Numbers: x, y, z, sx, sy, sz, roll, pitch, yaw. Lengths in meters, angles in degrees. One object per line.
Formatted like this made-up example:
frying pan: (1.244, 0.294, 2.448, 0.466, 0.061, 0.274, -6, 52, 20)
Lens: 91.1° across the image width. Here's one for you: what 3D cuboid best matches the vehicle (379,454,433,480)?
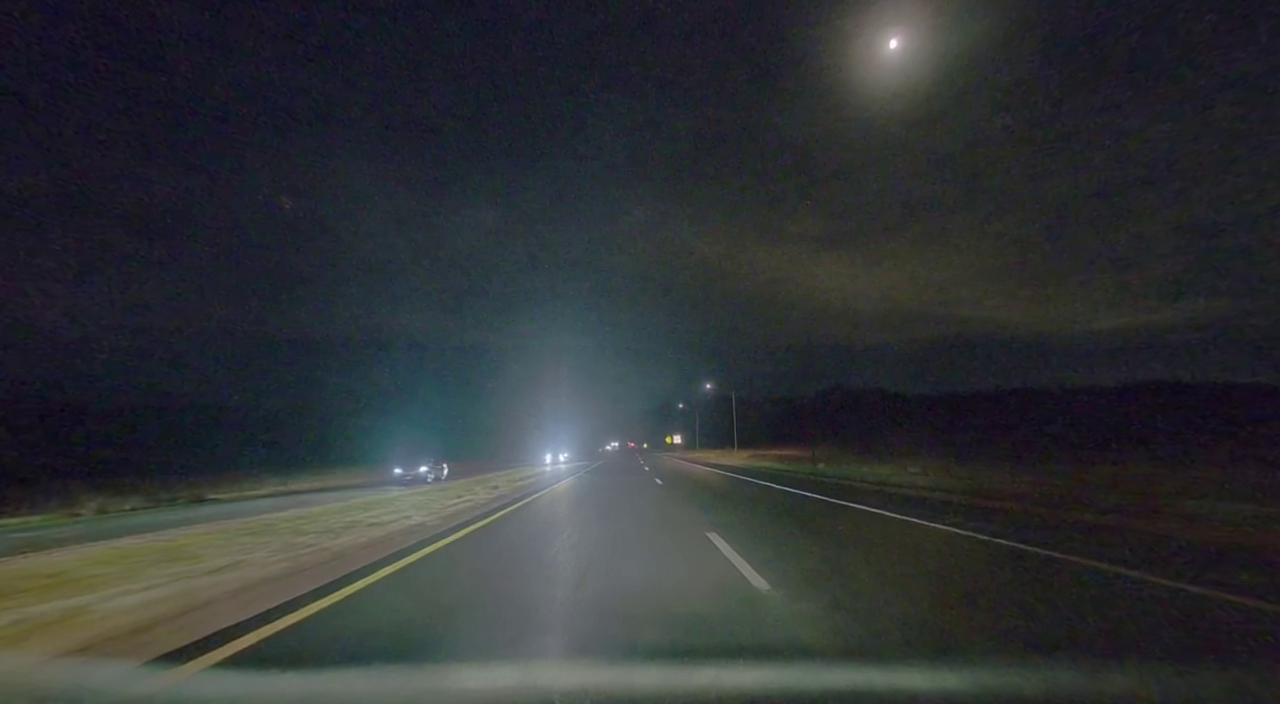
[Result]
vehicle: (-14.655, 7.198, 39.579, 1.847, 1.466, 4.029, 0, -9, -1)
